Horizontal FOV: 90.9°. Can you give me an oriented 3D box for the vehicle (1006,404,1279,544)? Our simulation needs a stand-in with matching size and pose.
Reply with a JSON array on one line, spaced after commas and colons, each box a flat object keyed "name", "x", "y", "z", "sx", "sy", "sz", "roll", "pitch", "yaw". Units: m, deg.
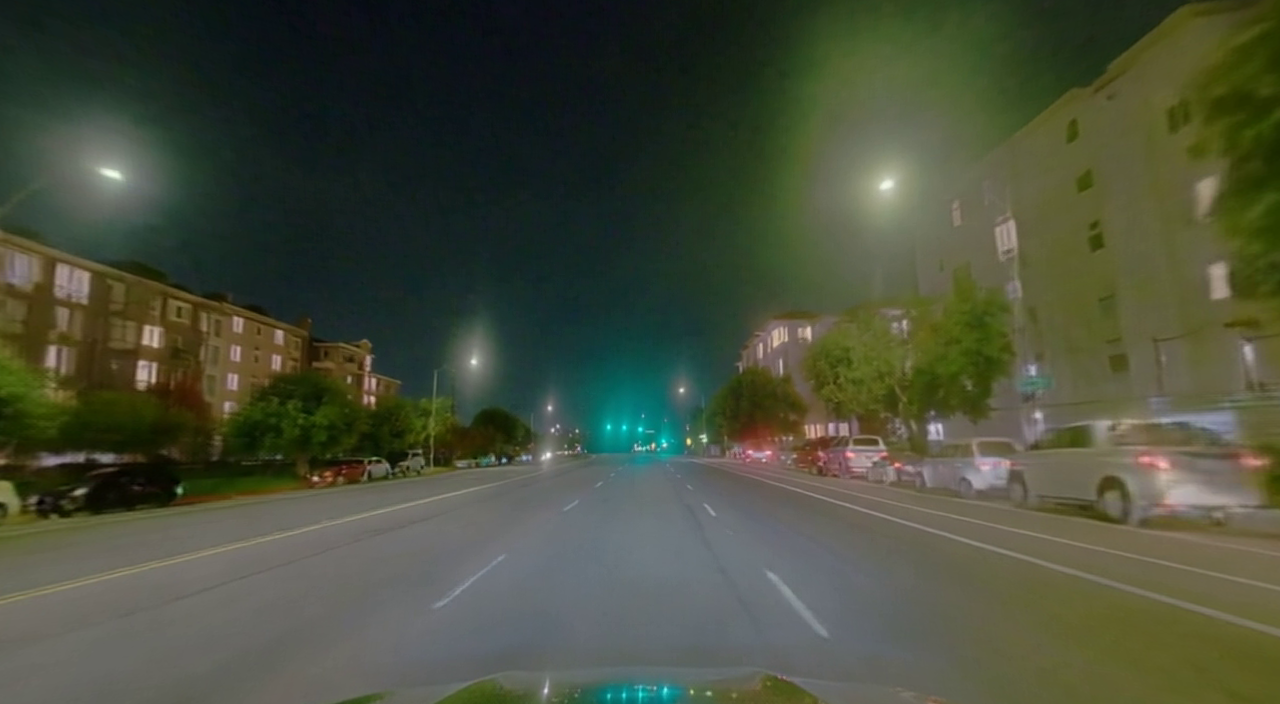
[{"name": "vehicle", "x": 9.659, "y": 2.218, "z": 12.104, "sx": 2.169, "sy": 2.043, "sz": 5.484, "roll": -1, "pitch": -9, "yaw": 3}]

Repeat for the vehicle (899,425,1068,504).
[{"name": "vehicle", "x": 9.756, "y": 3.238, "z": 18.541, "sx": 2.088, "sy": 1.973, "sz": 5.003, "roll": 0, "pitch": -9, "yaw": -1}]

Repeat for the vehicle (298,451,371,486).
[{"name": "vehicle", "x": -16.838, "y": 6.408, "z": 34.990, "sx": 1.913, "sy": 1.744, "sz": 4.478, "roll": -1, "pitch": -9, "yaw": -2}]

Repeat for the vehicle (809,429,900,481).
[{"name": "vehicle", "x": 9.827, "y": 4.812, "z": 29.518, "sx": 2.115, "sy": 2.151, "sz": 5.826, "roll": 0, "pitch": -9, "yaw": -1}]

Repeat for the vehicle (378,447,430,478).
[{"name": "vehicle", "x": -16.698, "y": 7.810, "z": 44.897, "sx": 2.046, "sy": 1.945, "sz": 4.688, "roll": -1, "pitch": -7, "yaw": -2}]

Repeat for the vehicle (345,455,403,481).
[{"name": "vehicle", "x": -16.685, "y": 7.297, "z": 39.783, "sx": 1.740, "sy": 1.442, "sz": 4.678, "roll": -1, "pitch": -9, "yaw": -1}]

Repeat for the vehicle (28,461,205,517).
[{"name": "vehicle", "x": -16.947, "y": 4.415, "z": 20.801, "sx": 1.868, "sy": 1.470, "sz": 4.652, "roll": -1, "pitch": -9, "yaw": 0}]
